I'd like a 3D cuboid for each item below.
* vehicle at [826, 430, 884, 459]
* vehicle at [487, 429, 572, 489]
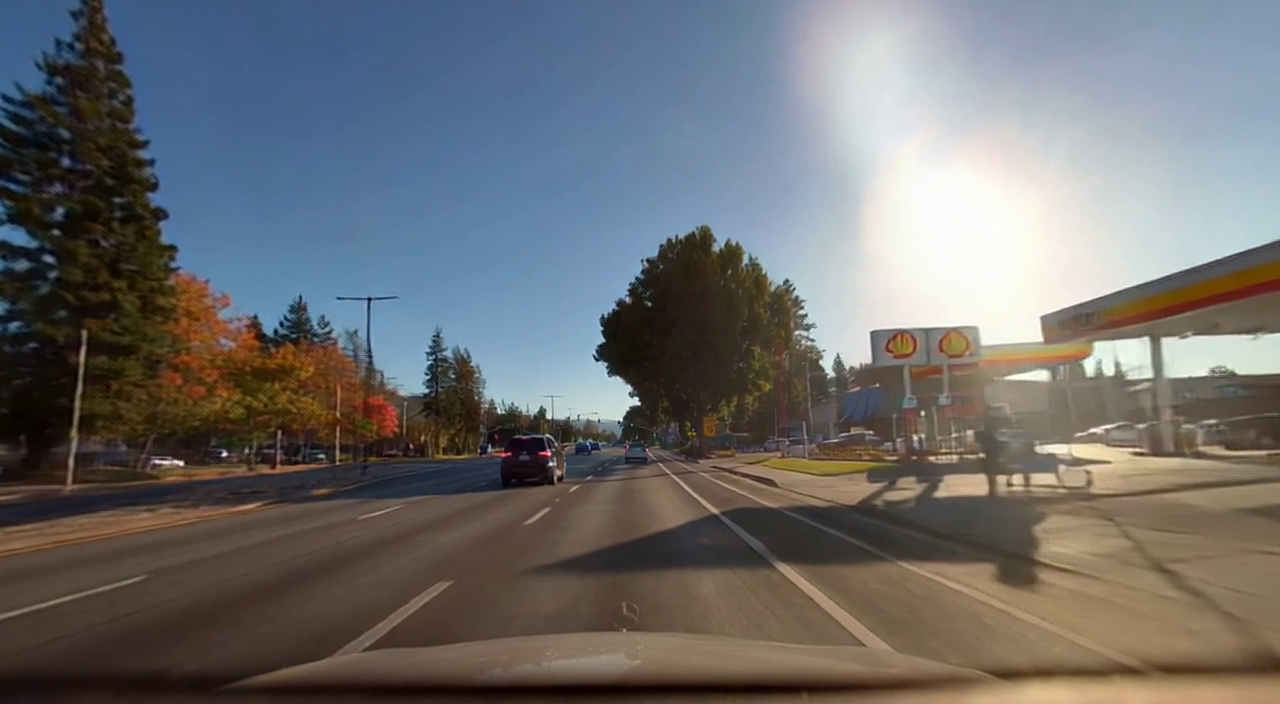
[{"bbox_3d":[14.366,6.251,42.547,2.041,1.793,5.054,0,-9,-1],"label":"vehicle"},{"bbox_3d":[-3.535,3.527,21.117,1.985,1.772,4.479,0,-8,0],"label":"vehicle"}]
